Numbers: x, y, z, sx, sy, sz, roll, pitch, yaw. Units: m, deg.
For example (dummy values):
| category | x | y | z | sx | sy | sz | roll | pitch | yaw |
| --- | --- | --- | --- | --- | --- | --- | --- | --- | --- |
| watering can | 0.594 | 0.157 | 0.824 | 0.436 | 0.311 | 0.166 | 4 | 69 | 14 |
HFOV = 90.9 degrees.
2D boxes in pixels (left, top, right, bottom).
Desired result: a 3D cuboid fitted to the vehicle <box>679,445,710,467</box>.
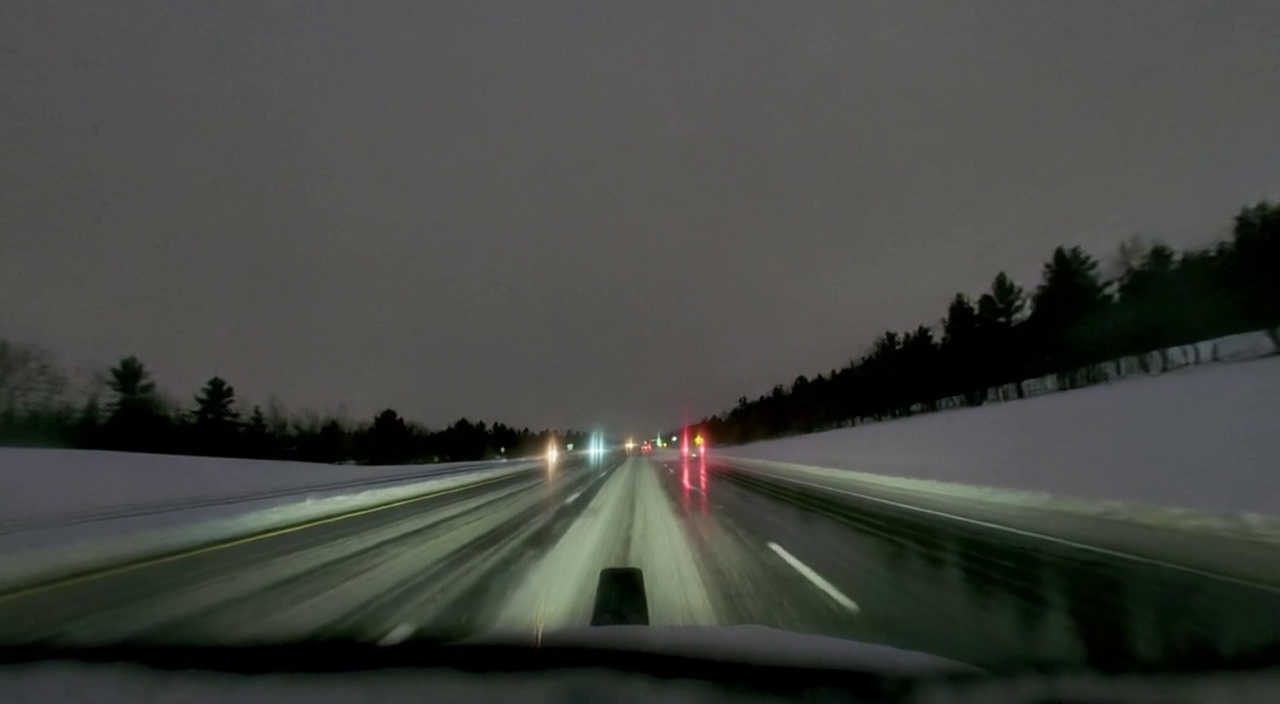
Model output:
| category | x | y | z | sx | sy | sz | roll | pitch | yaw |
| --- | --- | --- | --- | --- | --- | --- | --- | --- | --- |
| vehicle | 4.040 | 7.754 | 47.326 | 2.003 | 1.520 | 4.058 | 0 | -8 | 0 |
